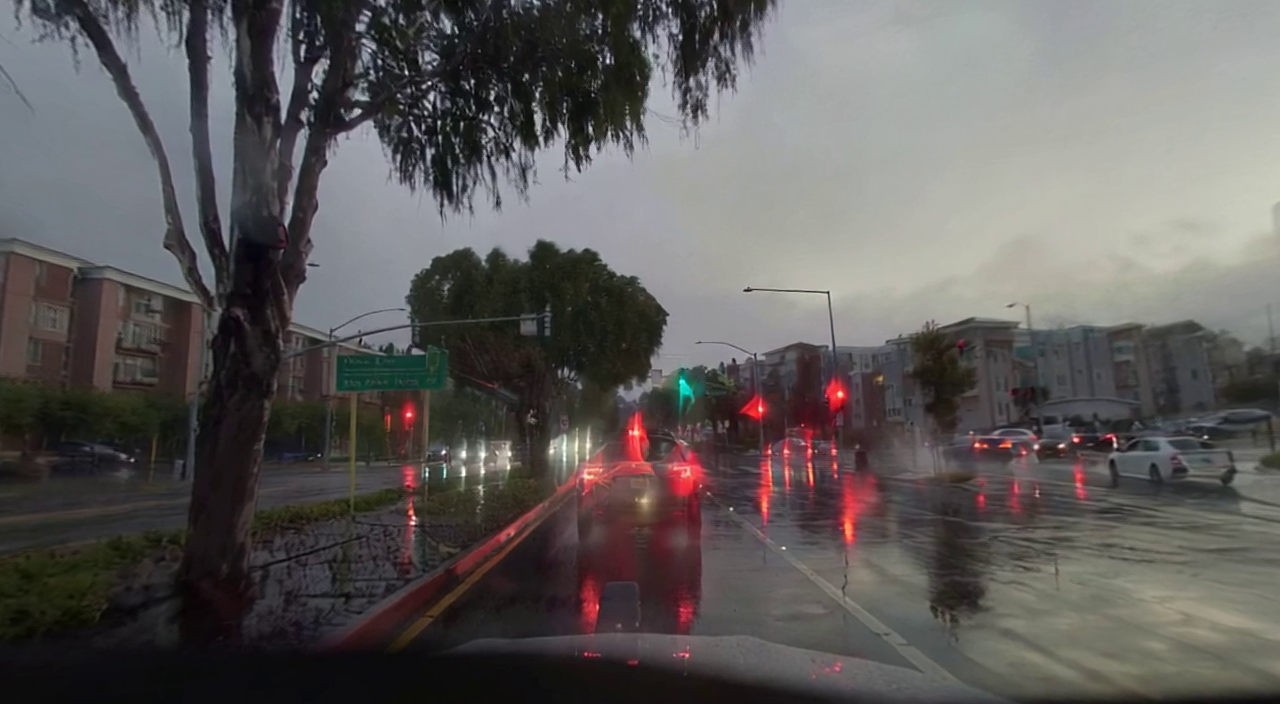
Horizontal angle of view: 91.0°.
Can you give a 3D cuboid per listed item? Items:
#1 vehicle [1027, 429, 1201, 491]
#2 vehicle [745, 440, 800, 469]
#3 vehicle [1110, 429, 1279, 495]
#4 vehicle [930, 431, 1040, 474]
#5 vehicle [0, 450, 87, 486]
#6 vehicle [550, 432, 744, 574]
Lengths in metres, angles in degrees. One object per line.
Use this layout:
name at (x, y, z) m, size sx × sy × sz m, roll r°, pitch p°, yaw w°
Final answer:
vehicle at (13.078, 3.000, 17.737) m, size 1.859 × 1.525 × 3.948 m, roll 0°, pitch -9°, yaw 1°
vehicle at (7.032, 5.482, 33.821) m, size 1.932 × 1.439 × 4.159 m, roll 0°, pitch -9°, yaw -1°
vehicle at (15.766, 3.073, 17.851) m, size 1.814 × 1.642 × 3.863 m, roll 0°, pitch -9°, yaw 1°
vehicle at (13.093, 3.844, 24.167) m, size 1.887 × 1.504 × 3.898 m, roll 0°, pitch -9°, yaw -2°
vehicle at (-27.399, 5.089, 27.900) m, size 1.773 × 1.438 × 4.268 m, roll 0°, pitch -9°, yaw 2°
vehicle at (-0.034, 1.878, 8.654) m, size 2.010 × 1.447 × 4.121 m, roll 0°, pitch -9°, yaw -3°
